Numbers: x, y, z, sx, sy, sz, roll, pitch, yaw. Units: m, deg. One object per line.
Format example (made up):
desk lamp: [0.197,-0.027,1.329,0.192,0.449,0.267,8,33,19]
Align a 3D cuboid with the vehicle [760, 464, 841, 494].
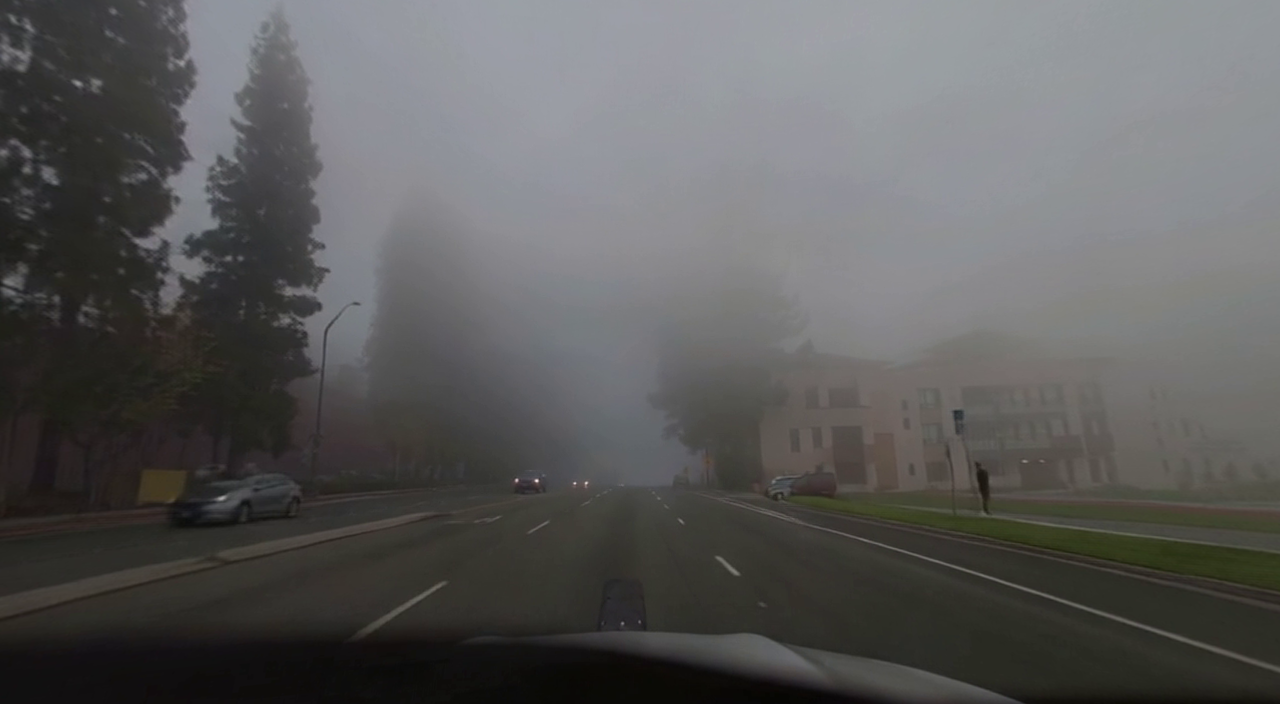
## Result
vehicle: [10.766,8.524,42.308,4.903,1.831,2.098,0,-9,2]

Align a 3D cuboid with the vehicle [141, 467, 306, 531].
vehicle: [-12.281,4.330,18.946,1.941,1.511,4.348,0,-8,1]

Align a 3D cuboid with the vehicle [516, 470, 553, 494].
vehicle: [-8.141,10.145,48.876,2.220,1.681,4.633,-1,-12,-1]
